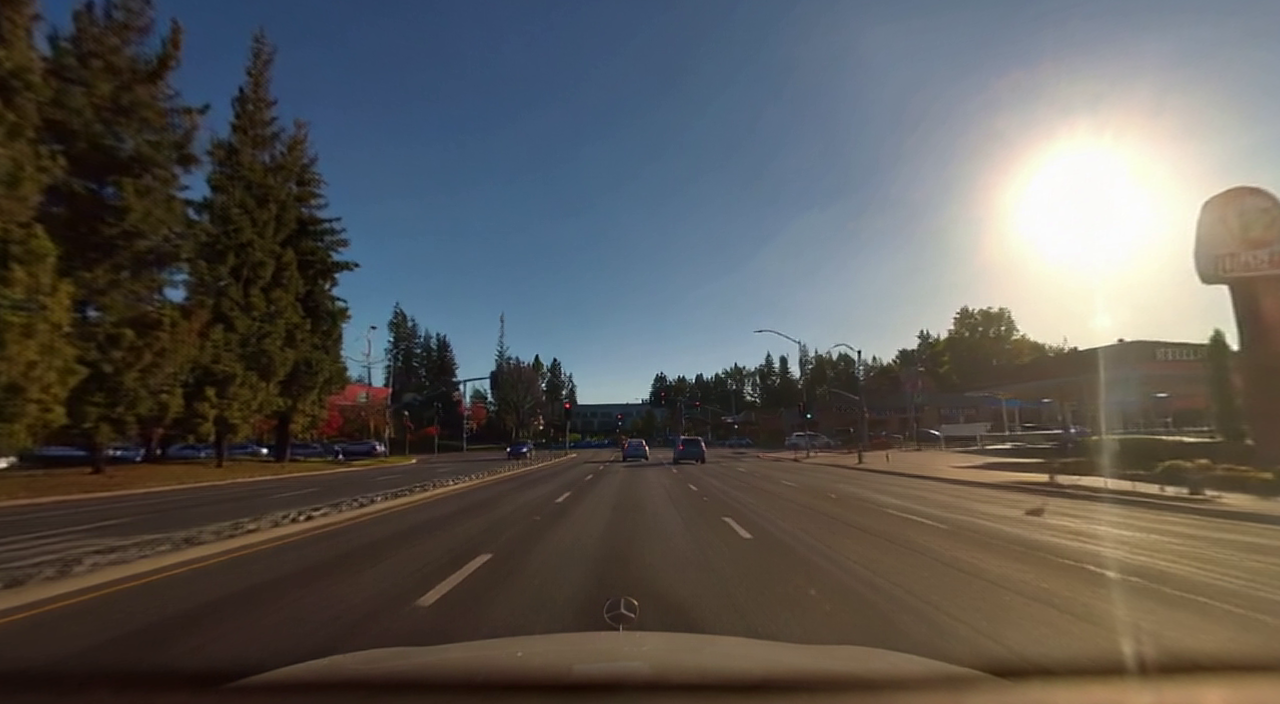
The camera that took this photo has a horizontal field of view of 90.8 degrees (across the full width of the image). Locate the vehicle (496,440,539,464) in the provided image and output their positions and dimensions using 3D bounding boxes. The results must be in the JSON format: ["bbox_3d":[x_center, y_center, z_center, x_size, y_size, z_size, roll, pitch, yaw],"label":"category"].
[{"bbox_3d":[-8.285,6.816,43.100,1.969,1.526,4.261,0,-9,1],"label":"vehicle"}]

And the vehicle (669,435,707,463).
[{"bbox_3d":[3.156,6.457,42.150,2.103,1.726,4.385,0,-9,-1],"label":"vehicle"}]
